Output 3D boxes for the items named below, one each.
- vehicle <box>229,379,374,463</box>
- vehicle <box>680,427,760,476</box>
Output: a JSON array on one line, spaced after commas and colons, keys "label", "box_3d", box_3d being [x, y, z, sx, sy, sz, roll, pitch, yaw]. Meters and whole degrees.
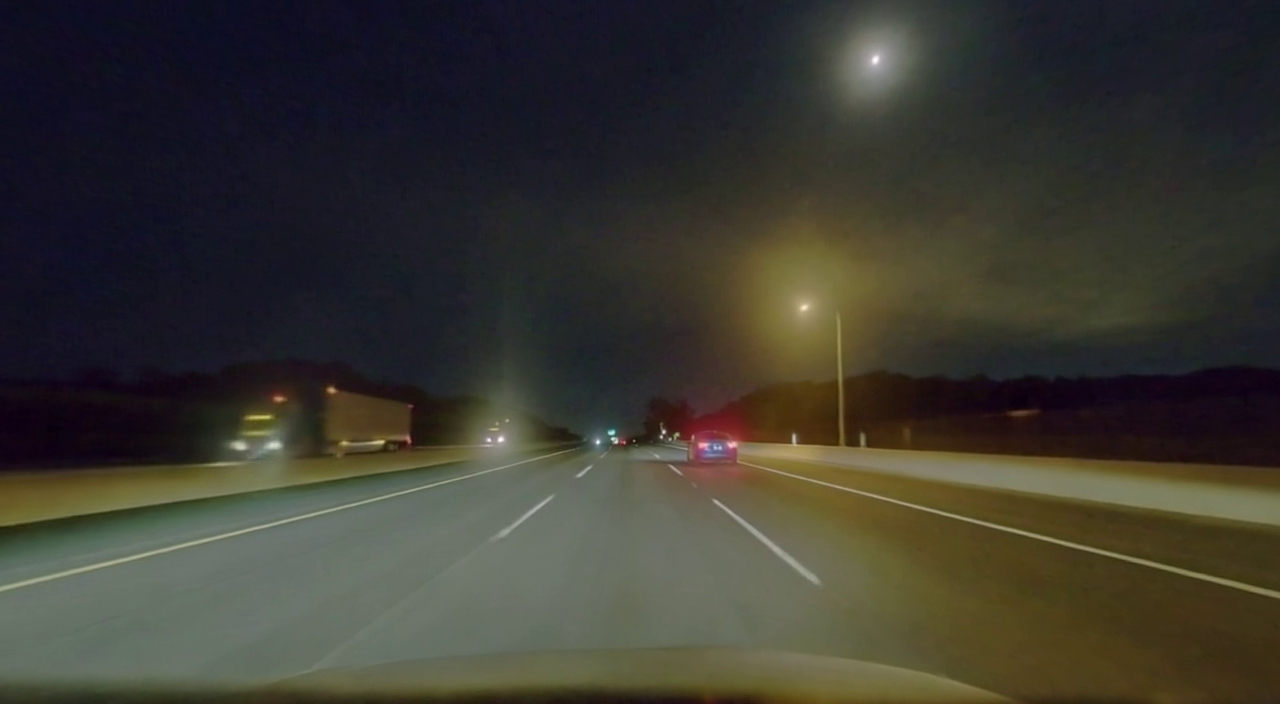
[{"label": "vehicle", "box_3d": [-19.686, 4.317, 37.752, 3.146, 4.298, 10.599, 0, -8, -3]}, {"label": "vehicle", "box_3d": [2.925, 3.754, 24.007, 2.349, 1.651, 4.161, 0, -8, -2]}]
